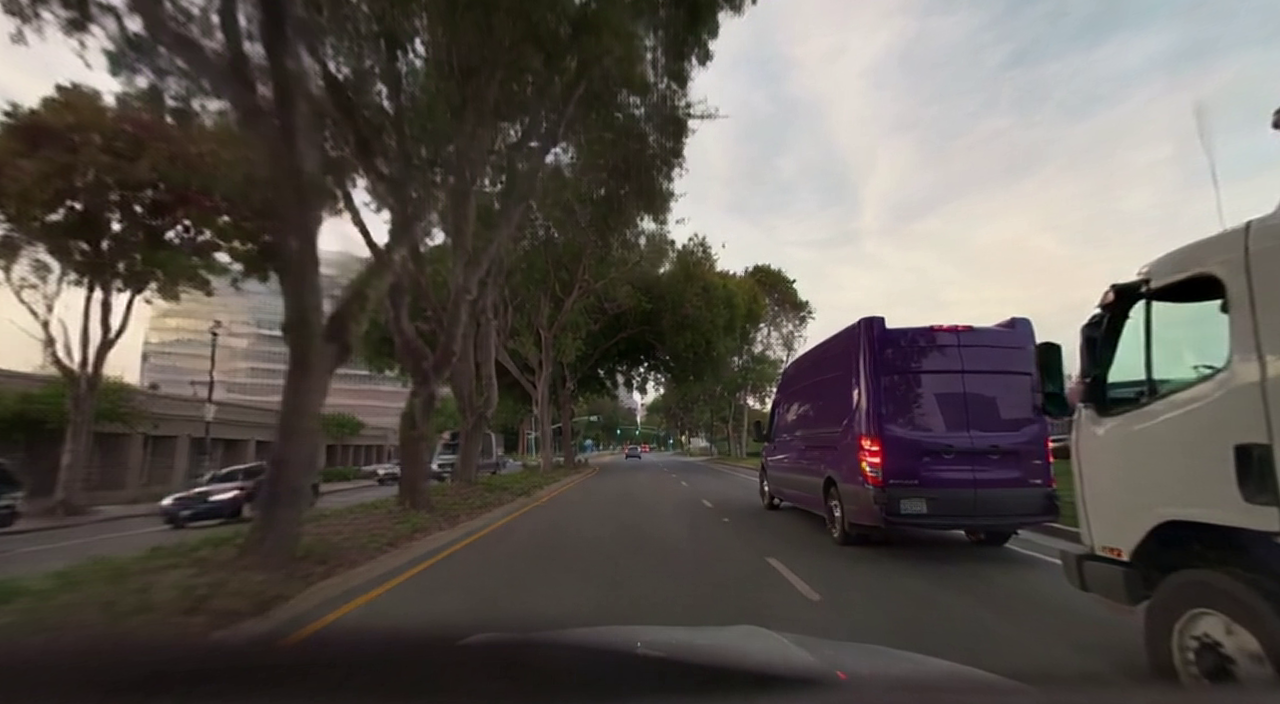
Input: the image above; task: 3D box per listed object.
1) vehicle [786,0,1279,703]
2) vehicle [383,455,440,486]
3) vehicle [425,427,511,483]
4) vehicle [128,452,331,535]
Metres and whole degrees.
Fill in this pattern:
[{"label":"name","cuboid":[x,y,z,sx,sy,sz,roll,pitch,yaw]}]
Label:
[{"label":"vehicle","cuboid":[3.895,0.375,5.271,2.731,3.407,10.262,0,-9,-1]},{"label":"vehicle","cuboid":[-14.272,7.406,39.774,1.901,1.737,4.557,0,-9,-1]},{"label":"vehicle","cuboid":[-10.551,6.441,39.964,3.257,3.085,9.164,0,-9,-3]},{"label":"vehicle","cuboid":[-10.057,3.435,16.051,2.089,1.754,4.573,0,-9,-1]}]
